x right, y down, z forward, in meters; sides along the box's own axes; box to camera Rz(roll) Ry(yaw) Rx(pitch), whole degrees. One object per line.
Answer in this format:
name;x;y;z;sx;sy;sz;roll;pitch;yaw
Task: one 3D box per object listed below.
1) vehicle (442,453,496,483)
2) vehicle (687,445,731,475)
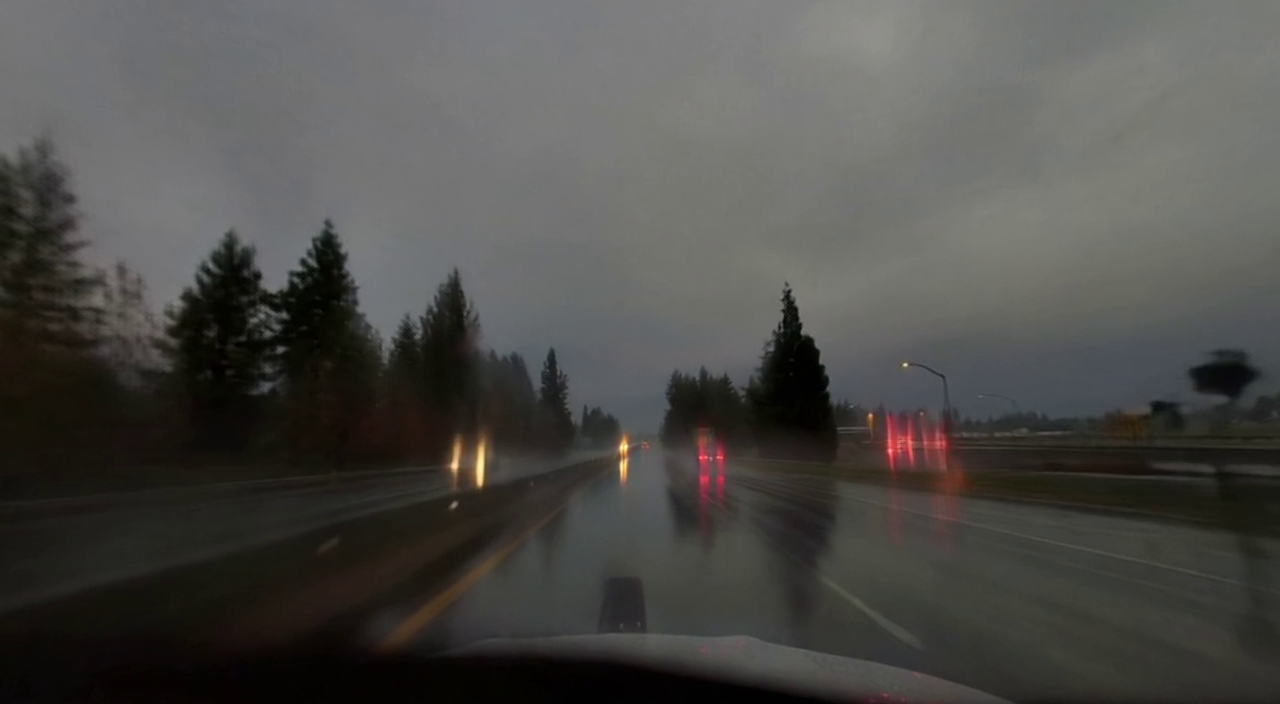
vehicle;-9.894;6.693;36.774;1.887;1.603;4.509;0;-9;0
vehicle;3.909;6.241;36.612;2.013;1.584;3.995;0;-9;-1
